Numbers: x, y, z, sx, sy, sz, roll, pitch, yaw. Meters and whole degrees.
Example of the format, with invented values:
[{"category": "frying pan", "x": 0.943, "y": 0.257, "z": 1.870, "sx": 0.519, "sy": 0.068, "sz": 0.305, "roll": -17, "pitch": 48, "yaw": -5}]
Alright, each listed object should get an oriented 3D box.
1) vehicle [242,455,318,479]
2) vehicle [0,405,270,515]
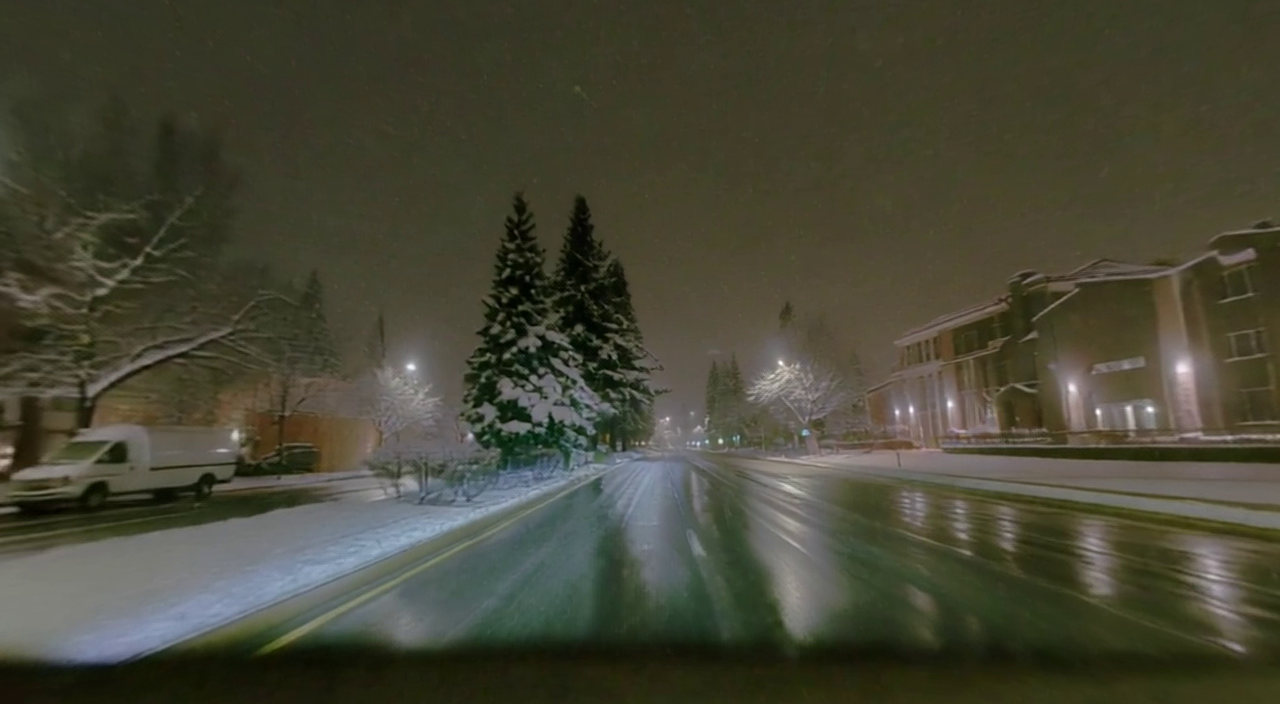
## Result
[{"category": "vehicle", "x": -25.144, "y": 8.005, "z": 44.054, "sx": 1.880, "sy": 1.341, "sz": 4.090, "roll": 1, "pitch": -6, "yaw": 35}, {"category": "vehicle", "x": -19.395, "y": 4.164, "z": 25.092, "sx": 2.898, "sy": 3.487, "sz": 9.955, "roll": 0, "pitch": -8, "yaw": 2}]
